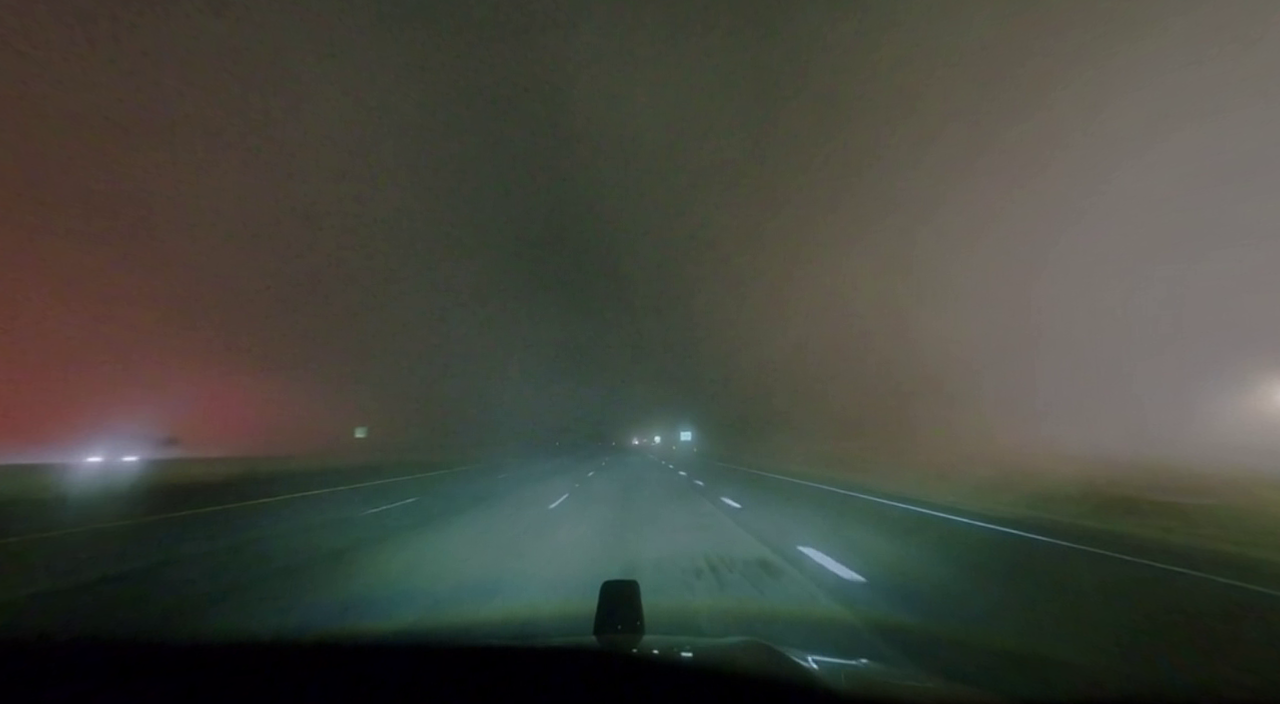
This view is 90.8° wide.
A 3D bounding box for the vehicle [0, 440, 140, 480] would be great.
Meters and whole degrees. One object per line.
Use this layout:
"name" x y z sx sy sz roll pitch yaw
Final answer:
"vehicle" -22.955 4.336 25.581 1.822 1.471 4.255 0 -9 0
